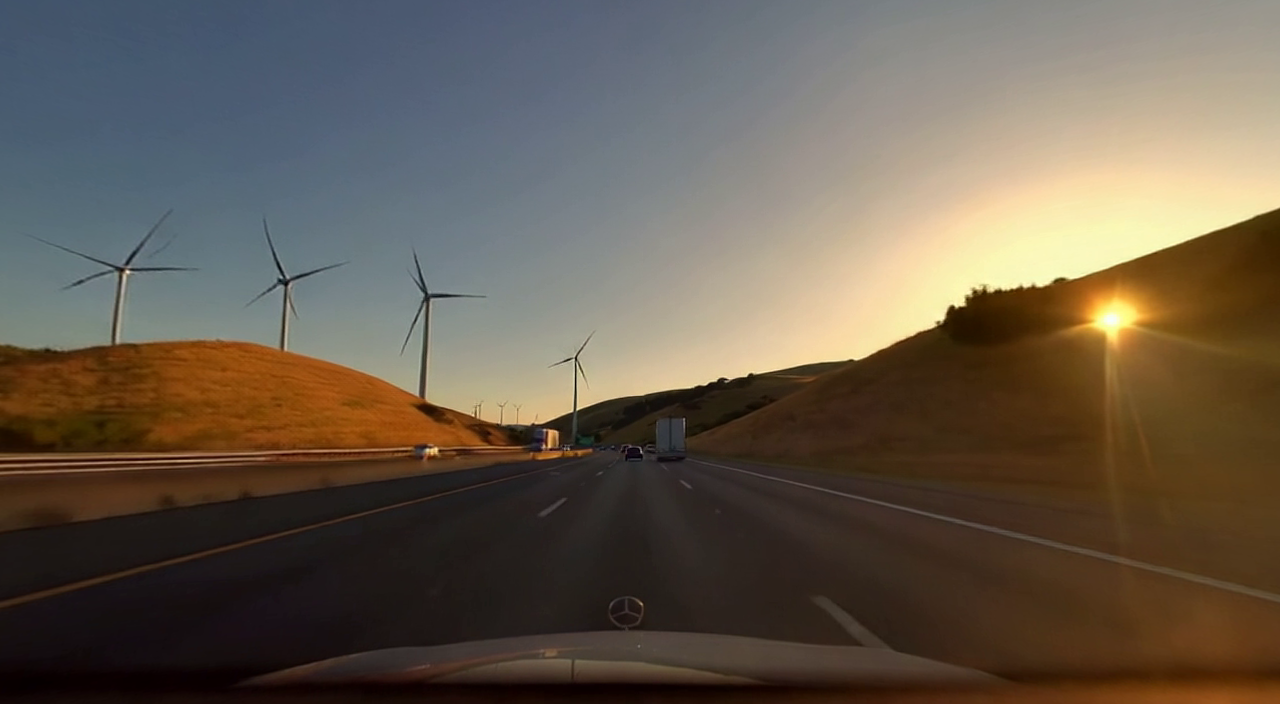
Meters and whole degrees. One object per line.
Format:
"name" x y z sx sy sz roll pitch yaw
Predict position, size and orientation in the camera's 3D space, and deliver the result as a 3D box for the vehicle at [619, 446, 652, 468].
"vehicle" -0.336 7.305 43.859 2.209 1.453 3.695 0 -9 0
